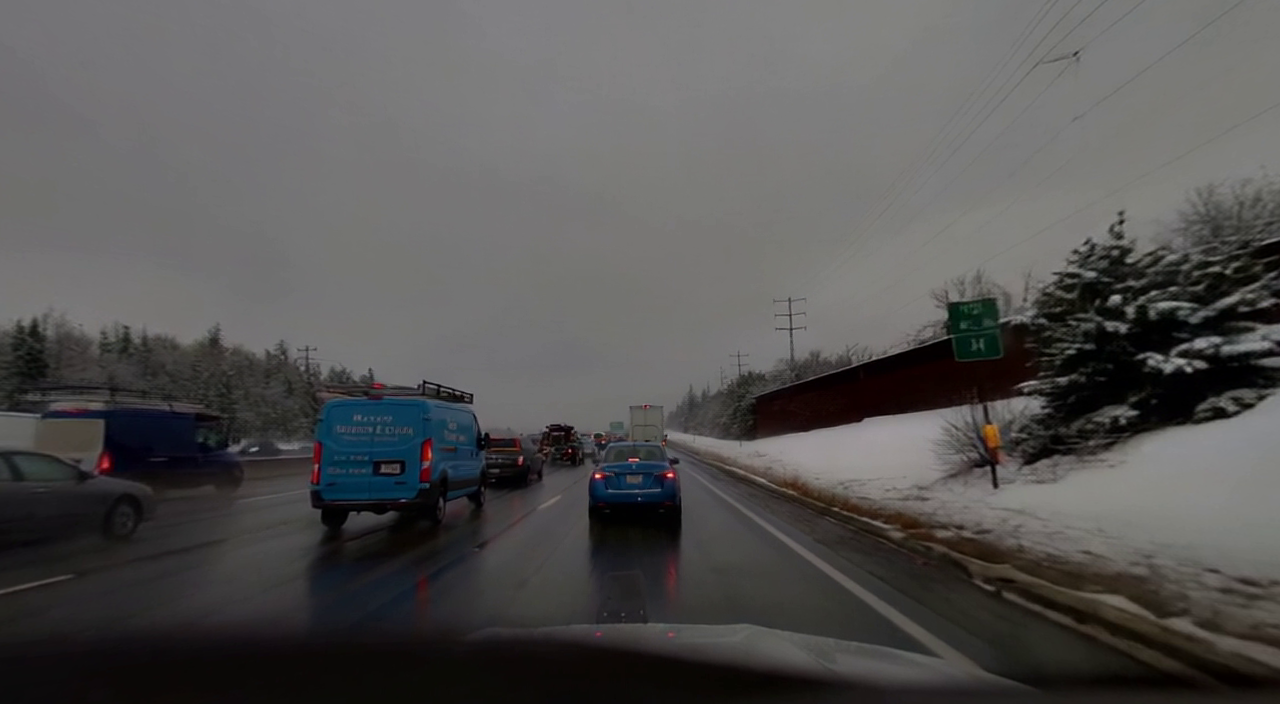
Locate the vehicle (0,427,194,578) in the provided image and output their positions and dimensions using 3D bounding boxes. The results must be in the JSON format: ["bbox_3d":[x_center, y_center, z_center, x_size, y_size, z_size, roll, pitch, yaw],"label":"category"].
[{"bbox_3d":[-7.406,1.565,6.660,1.933,1.506,4.504,0,-8,1],"label":"vehicle"}]

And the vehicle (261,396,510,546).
[{"bbox_3d":[-3.812,1.890,10.556,2.142,1.952,4.556,0,-8,2],"label":"vehicle"}]

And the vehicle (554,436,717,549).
[{"bbox_3d":[-0.051,2.087,10.056,2.054,1.421,4.090,0,-8,0],"label":"vehicle"}]
